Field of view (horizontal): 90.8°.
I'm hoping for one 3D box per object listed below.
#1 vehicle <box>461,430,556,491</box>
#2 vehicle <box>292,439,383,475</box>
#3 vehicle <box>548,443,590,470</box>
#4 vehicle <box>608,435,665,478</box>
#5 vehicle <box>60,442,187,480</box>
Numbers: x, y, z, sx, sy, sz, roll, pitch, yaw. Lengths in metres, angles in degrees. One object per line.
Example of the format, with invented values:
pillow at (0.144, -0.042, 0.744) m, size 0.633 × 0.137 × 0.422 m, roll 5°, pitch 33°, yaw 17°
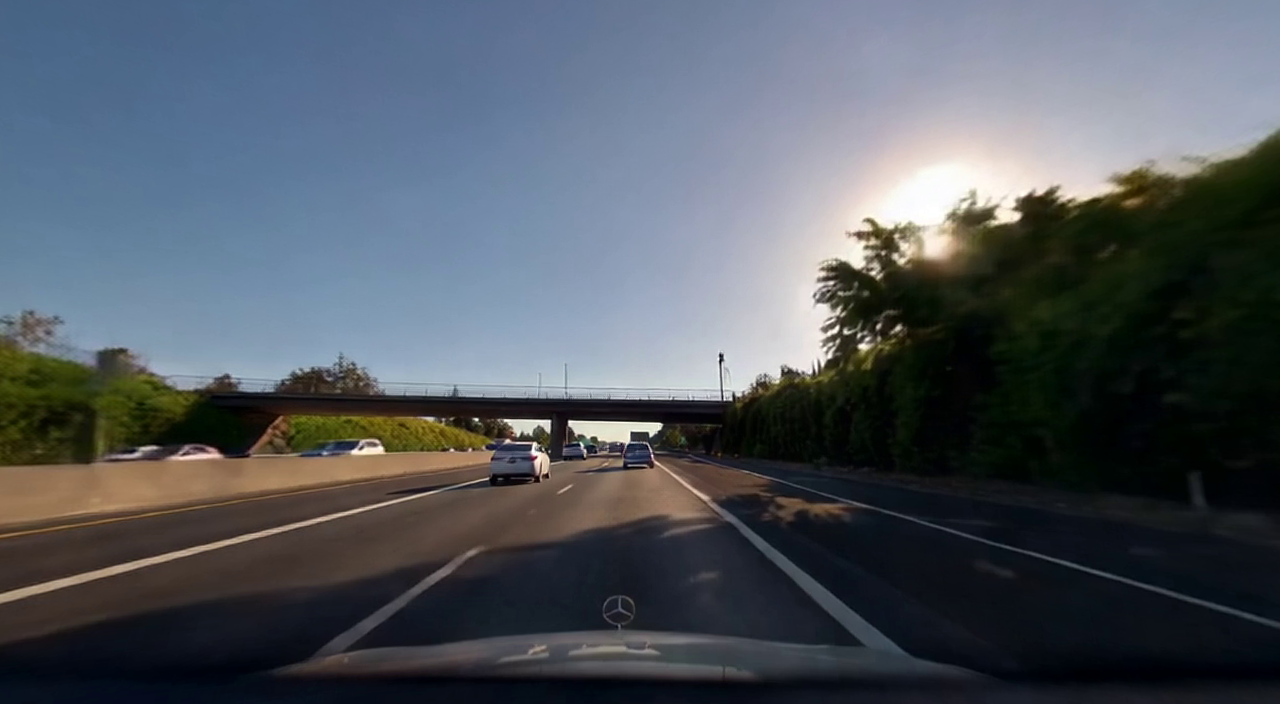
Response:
vehicle at (-4.051, 3.427, 20.246) m, size 2.044 × 1.717 × 4.421 m, roll 0°, pitch -8°, yaw 1°
vehicle at (-17.060, 5.917, 36.020) m, size 2.321 × 1.854 × 5.620 m, roll 0°, pitch -8°, yaw 1°
vehicle at (-4.248, 6.284, 38.387) m, size 2.084 × 1.528 × 4.094 m, roll 0°, pitch -8°, yaw 0°
vehicle at (-0.176, 4.659, 28.479) m, size 2.378 × 1.750 × 4.355 m, roll 0°, pitch -8°, yaw -1°
vehicle at (-21.393, 4.498, 26.404) m, size 1.822 × 1.467 × 4.062 m, roll 0°, pitch -8°, yaw 0°
